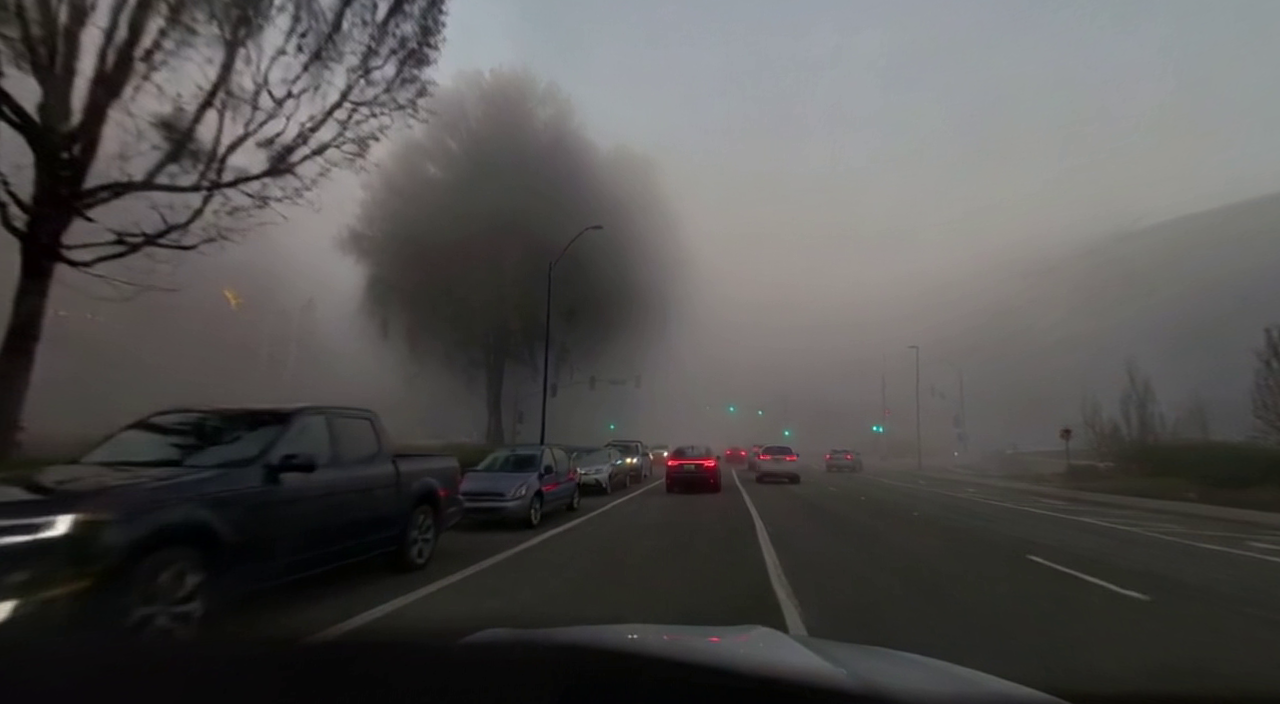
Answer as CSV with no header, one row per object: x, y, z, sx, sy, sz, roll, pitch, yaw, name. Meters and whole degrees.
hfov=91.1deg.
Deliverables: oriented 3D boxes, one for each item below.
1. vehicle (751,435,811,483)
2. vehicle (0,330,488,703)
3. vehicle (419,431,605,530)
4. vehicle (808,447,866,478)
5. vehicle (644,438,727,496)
5.836,4.470,26.517,2.102,1.815,4.716,-1,-9,8,vehicle
-3.209,1.180,5.305,2.142,1.834,4.588,-2,-9,9,vehicle
-2.187,2.388,12.221,2.068,1.525,4.452,-2,-9,9,vehicle
10.406,5.865,33.549,2.120,1.497,4.323,-1,-9,6,vehicle
1.541,3.425,19.195,2.205,1.537,4.895,-1,-9,8,vehicle
